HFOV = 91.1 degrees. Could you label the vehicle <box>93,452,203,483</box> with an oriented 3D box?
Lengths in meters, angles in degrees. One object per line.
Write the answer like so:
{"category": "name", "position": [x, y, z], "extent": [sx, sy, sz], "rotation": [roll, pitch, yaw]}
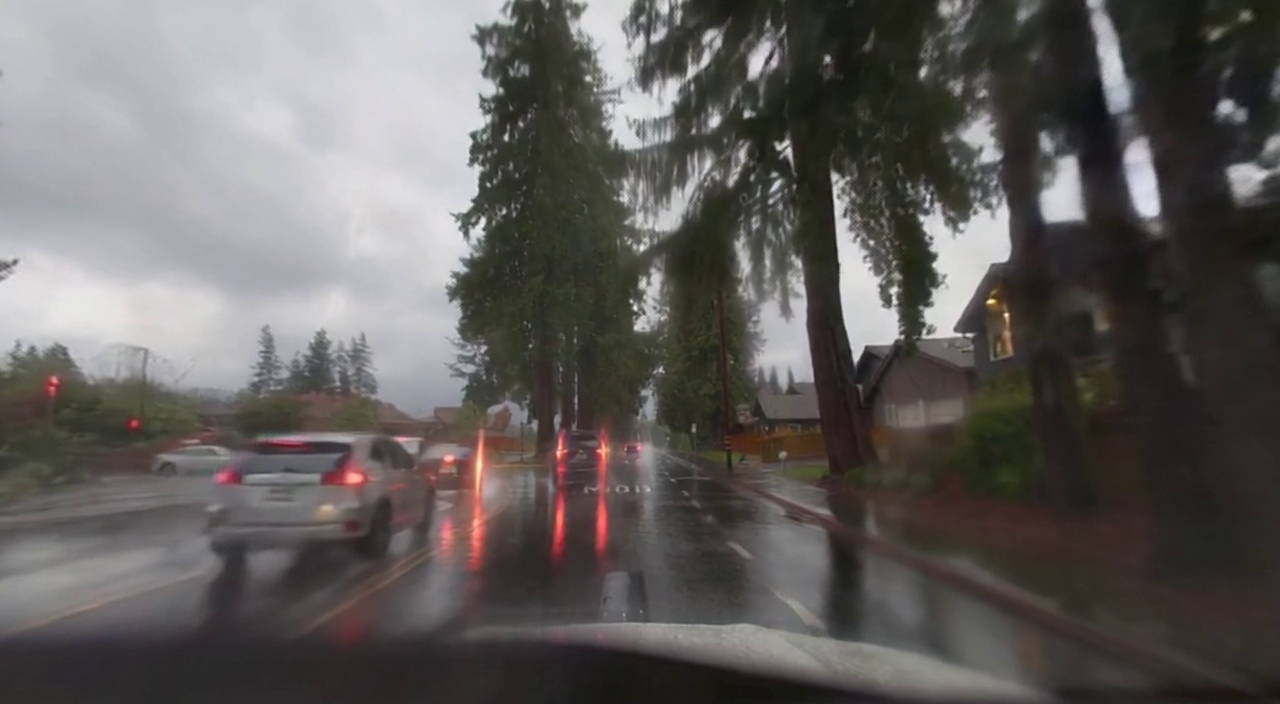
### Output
{"category": "vehicle", "position": [-25.435, 5.965, 32.548], "extent": [4.197, 1.447, 2.071], "rotation": [-1, -8, 9]}

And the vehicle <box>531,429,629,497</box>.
{"category": "vehicle", "position": [-1.830, 3.067, 17.773], "extent": [2.290, 1.653, 4.127], "rotation": [2, -8, -12]}

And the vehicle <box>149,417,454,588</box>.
{"category": "vehicle", "position": [-3.738, 1.685, 7.867], "extent": [1.986, 1.561, 3.805], "rotation": [1, -8, -6]}
